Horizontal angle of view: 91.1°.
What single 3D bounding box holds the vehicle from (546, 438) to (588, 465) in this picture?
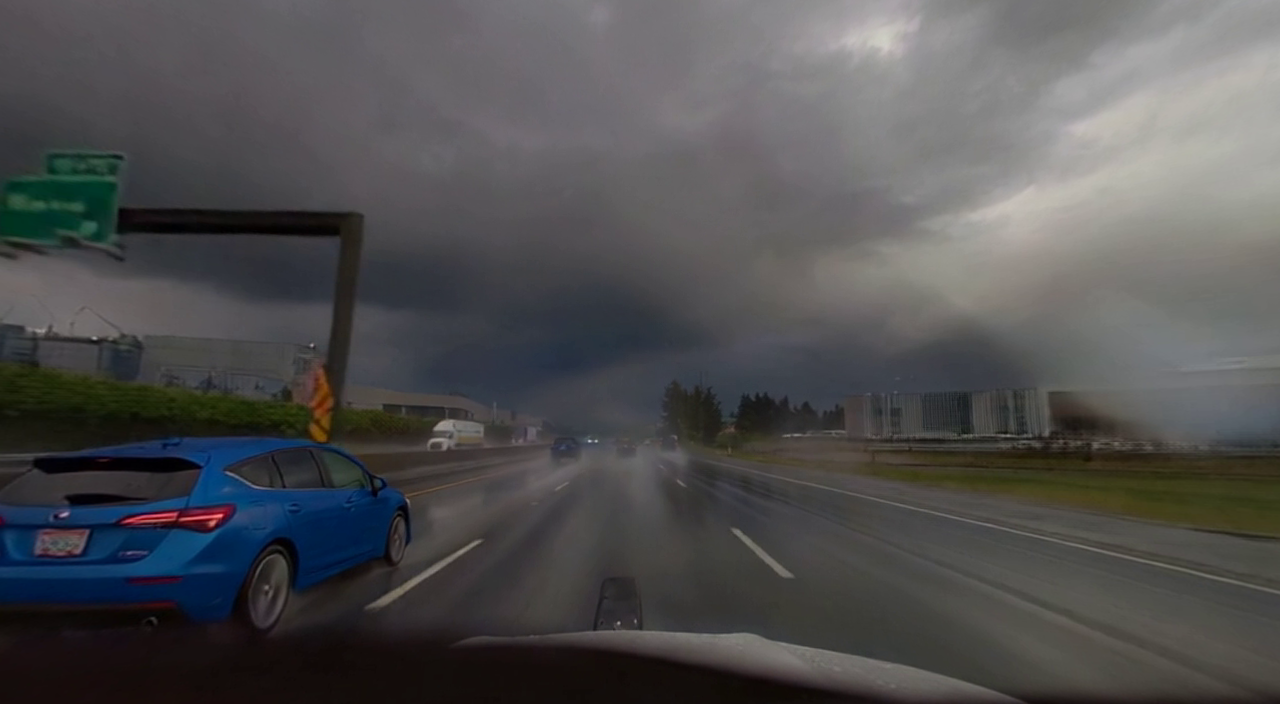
[{"bbox_3d":[-4.530,6.237,39.598,2.271,1.626,4.463,0,-8,-1],"label":"vehicle"}]
